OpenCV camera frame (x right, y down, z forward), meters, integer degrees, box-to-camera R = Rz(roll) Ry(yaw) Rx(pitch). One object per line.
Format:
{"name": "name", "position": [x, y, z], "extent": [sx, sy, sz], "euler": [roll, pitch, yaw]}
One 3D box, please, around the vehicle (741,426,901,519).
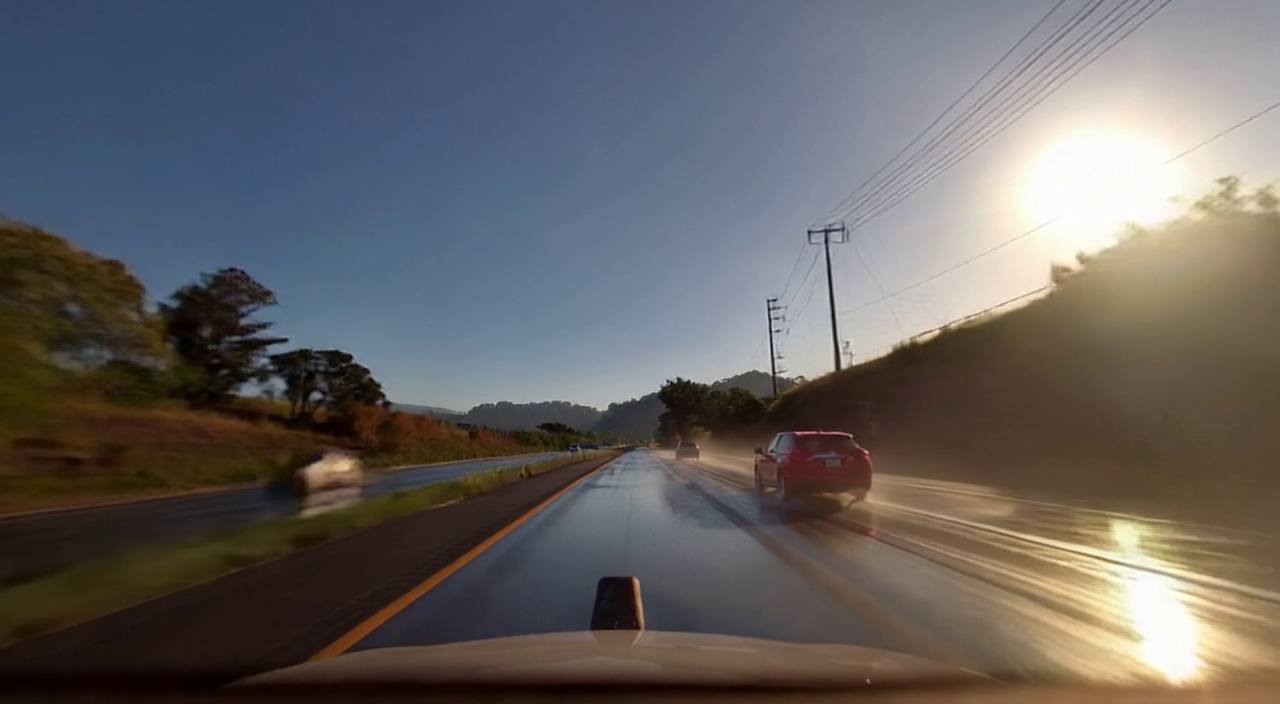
{"name": "vehicle", "position": [3.517, 2.419, 13.260], "extent": [1.977, 1.581, 4.428], "euler": [0, -8, -1]}

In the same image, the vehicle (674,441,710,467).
{"name": "vehicle", "position": [3.166, 6.282, 39.164], "extent": [1.868, 1.507, 3.833], "euler": [0, -8, -1]}

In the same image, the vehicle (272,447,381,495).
{"name": "vehicle", "position": [-11.272, 4.272, 23.008], "extent": [1.816, 1.489, 4.295], "euler": [0, -8, -1]}
